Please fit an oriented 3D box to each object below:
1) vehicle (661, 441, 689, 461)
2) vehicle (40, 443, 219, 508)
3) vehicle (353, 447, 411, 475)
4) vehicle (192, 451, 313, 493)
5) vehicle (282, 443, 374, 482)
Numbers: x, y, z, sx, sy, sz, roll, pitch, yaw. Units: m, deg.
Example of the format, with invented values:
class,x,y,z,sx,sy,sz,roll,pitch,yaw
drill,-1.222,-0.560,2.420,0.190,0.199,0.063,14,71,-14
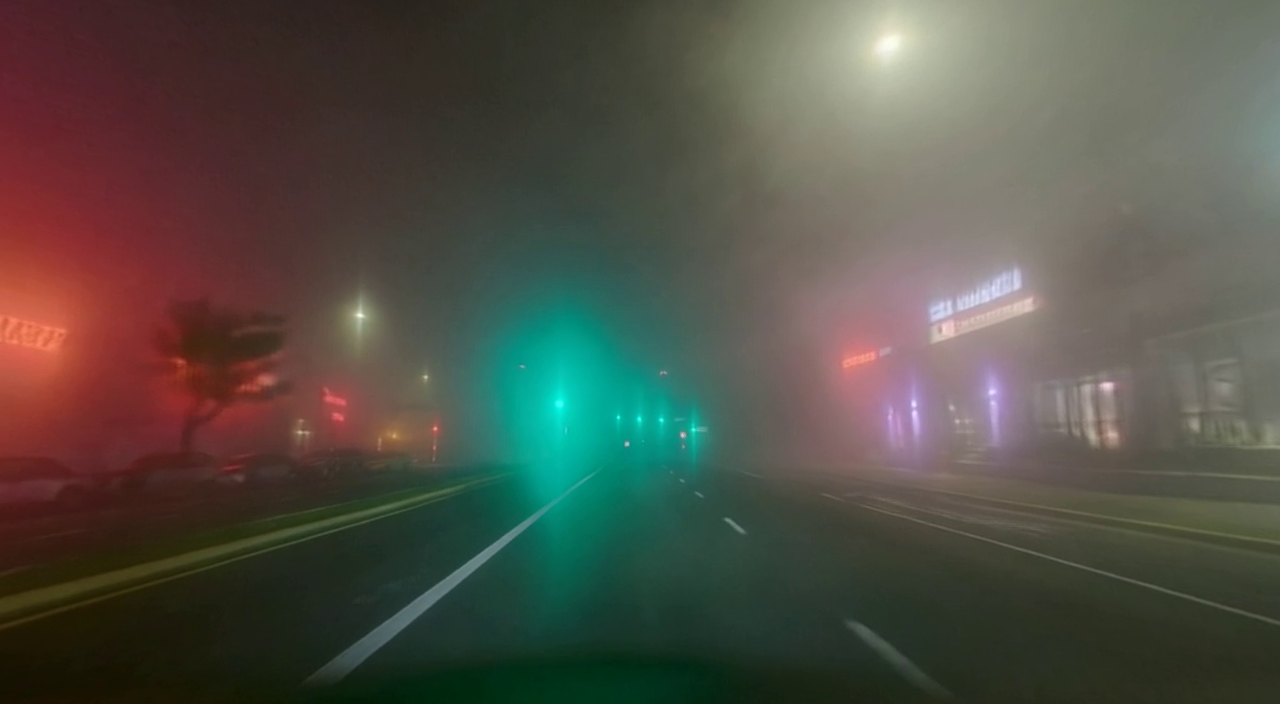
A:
class,x,y,z,sx,sy,sz,roll,pitch,yaw
vehicle,2.725,7.772,49.664,1.945,1.490,3.817,0,-8,-1
vehicle,-15.818,3.789,20.002,1.880,1.791,4.666,0,-8,-2
vehicle,-15.751,6.615,38.719,1.831,1.599,4.080,0,-8,0
vehicle,-15.385,4.740,25.486,1.776,1.468,5.089,0,-8,-1
vehicle,-15.554,5.511,31.840,1.978,1.760,5.097,0,-8,0
